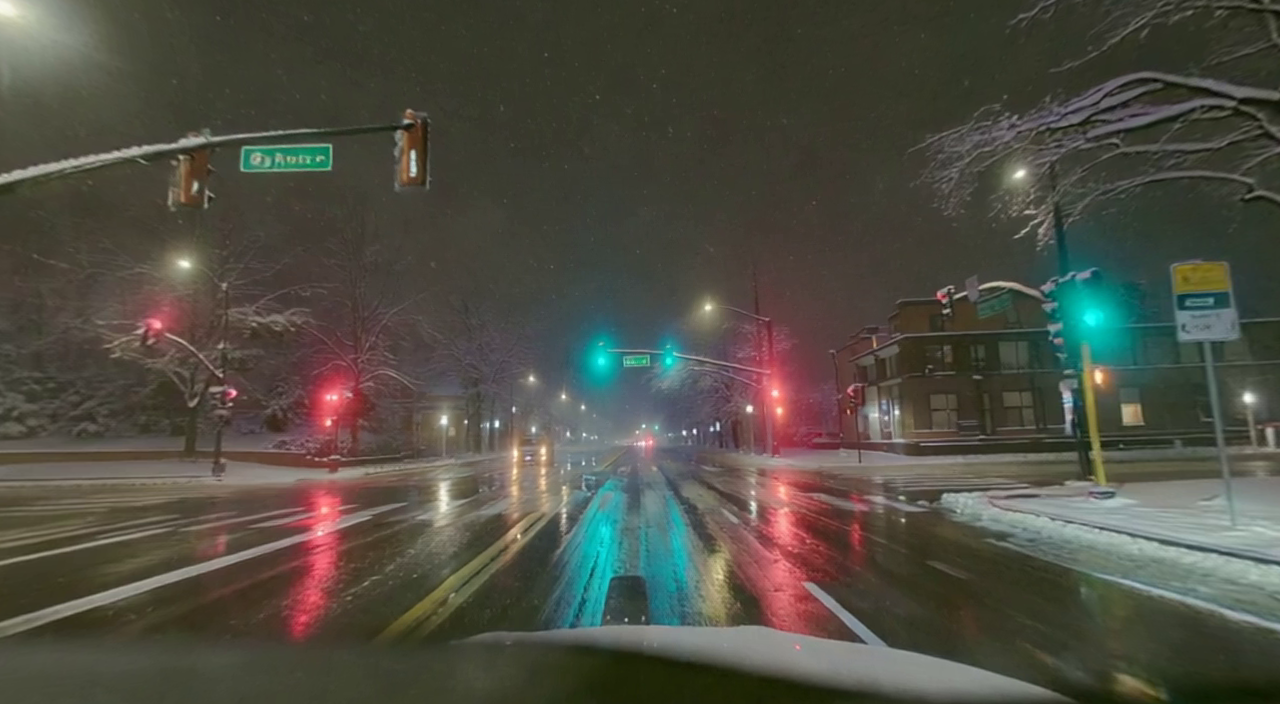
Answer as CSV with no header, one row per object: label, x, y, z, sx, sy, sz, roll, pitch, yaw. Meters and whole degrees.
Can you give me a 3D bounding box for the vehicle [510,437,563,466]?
vehicle,-5.778,5.622,35.749,2.127,1.473,4.428,0,-8,1
